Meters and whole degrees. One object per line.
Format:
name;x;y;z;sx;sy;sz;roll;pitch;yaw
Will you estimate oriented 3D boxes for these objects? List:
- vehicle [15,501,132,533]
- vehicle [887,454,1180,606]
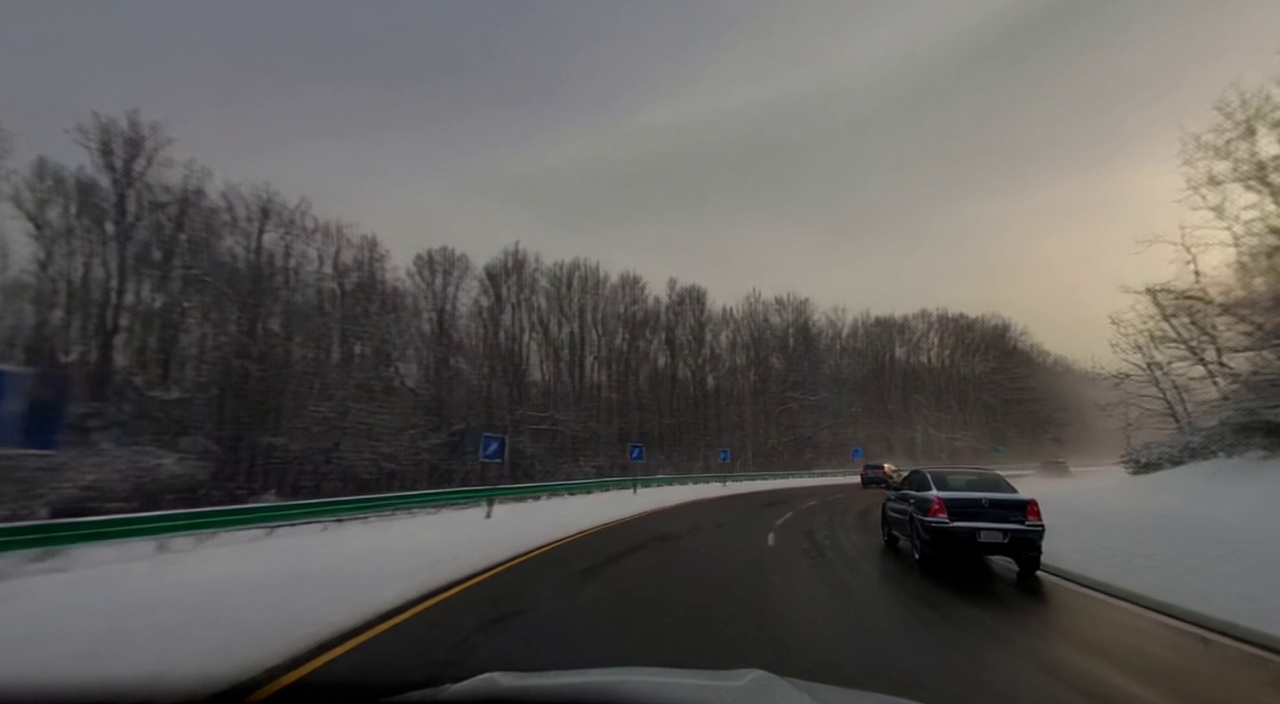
vehicle;-31.915;9.328;35.714;4.585;1.485;1.740;7;-12;-33
vehicle;5.124;2.324;9.051;2.023;1.593;4.105;-1;-10;9
